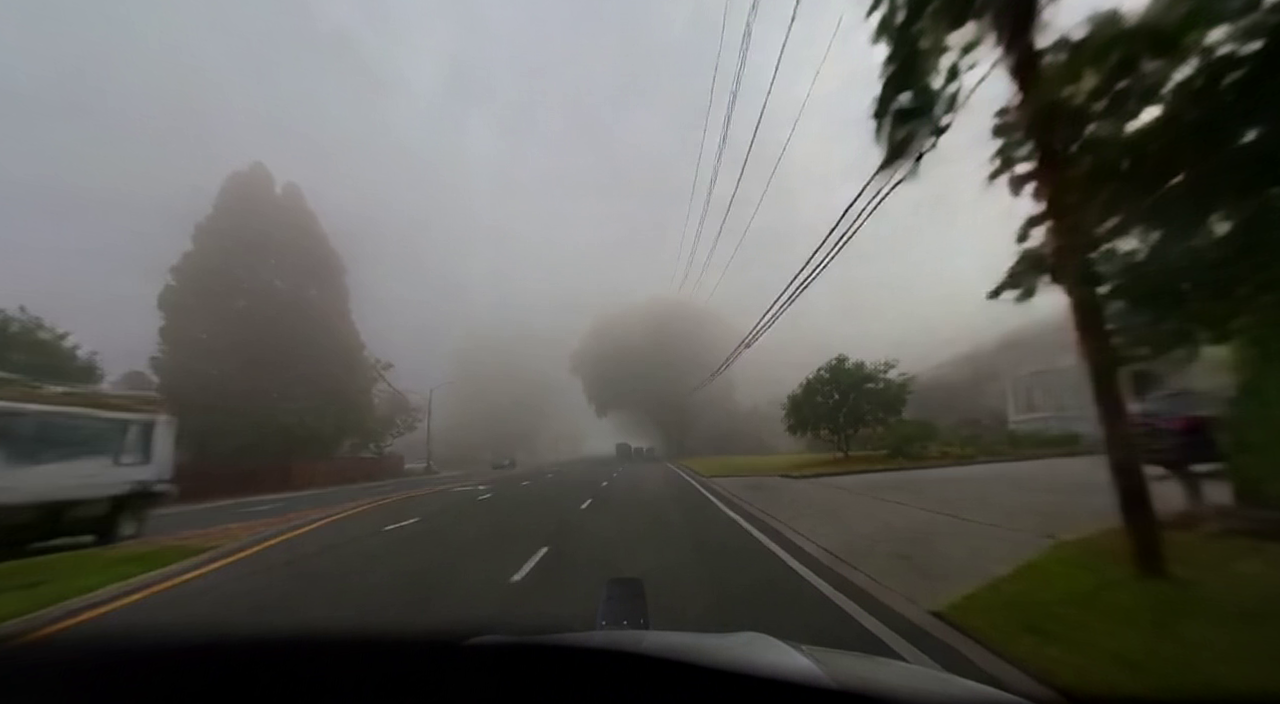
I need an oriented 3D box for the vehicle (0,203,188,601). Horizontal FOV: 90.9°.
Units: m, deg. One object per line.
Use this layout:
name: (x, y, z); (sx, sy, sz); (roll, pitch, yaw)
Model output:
vehicle: (-7.031, 0.567, 6.327); (2.365, 3.642, 3.374); (-4, -8, 2)
